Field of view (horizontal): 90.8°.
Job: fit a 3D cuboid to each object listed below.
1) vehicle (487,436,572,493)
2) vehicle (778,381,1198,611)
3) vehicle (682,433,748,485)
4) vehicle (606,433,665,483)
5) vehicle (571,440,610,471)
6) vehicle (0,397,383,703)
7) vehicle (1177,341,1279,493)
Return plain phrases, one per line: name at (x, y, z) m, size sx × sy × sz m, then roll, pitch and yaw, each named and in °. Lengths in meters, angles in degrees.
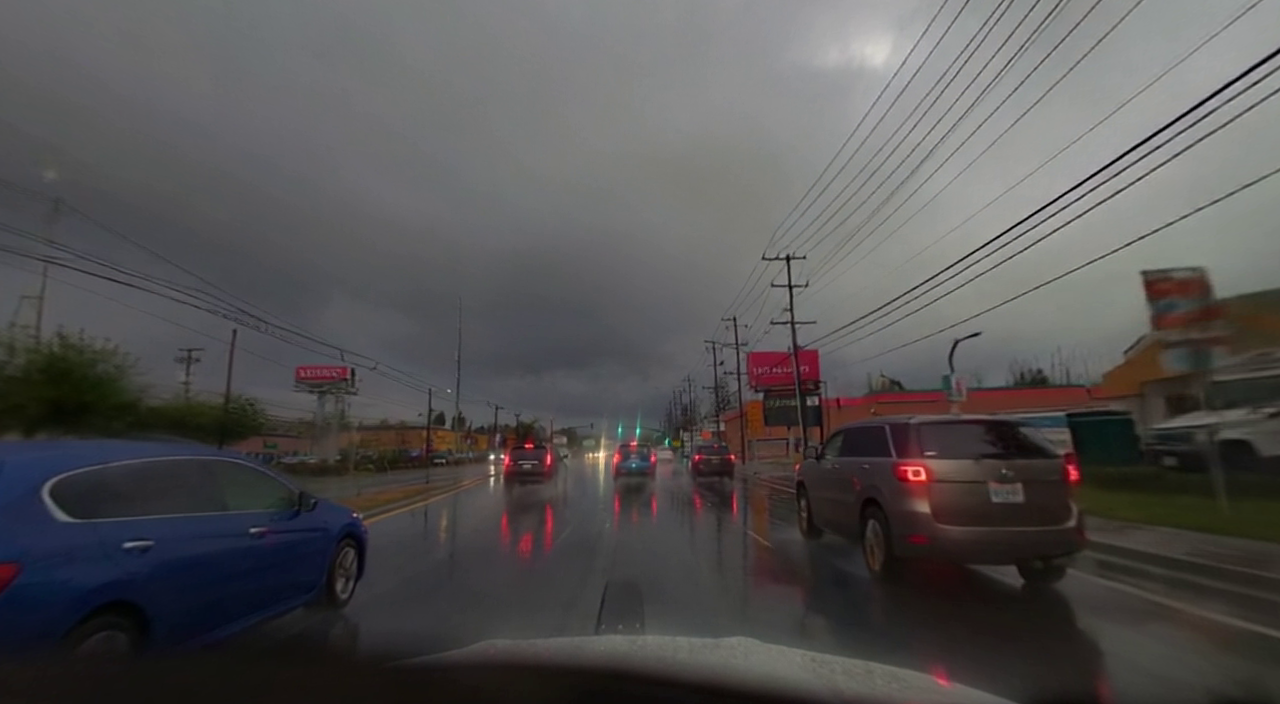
vehicle at (-3.493, 3.635, 20.717) m, size 2.051 × 1.671 × 3.861 m, roll 0°, pitch -8°, yaw 0°
vehicle at (3.429, 1.548, 7.771) m, size 2.282 × 1.897 × 4.915 m, roll 0°, pitch -8°, yaw -1°
vehicle at (2.919, 4.276, 25.534) m, size 2.026 × 1.904 × 4.102 m, roll 0°, pitch -8°, yaw -1°
vehicle at (-0.232, 4.490, 27.059) m, size 2.326 × 1.925 × 4.253 m, roll 0°, pitch -8°, yaw -1°
vehicle at (-3.492, 7.410, 45.525) m, size 2.405 × 2.009 × 5.909 m, roll 0°, pitch -8°, yaw -1°
vehicle at (-3.232, 1.061, 3.175) m, size 2.022 × 1.498 × 4.471 m, roll 0°, pitch -8°, yaw -1°
vehicle at (12.579, 1.062, 10.594) m, size 2.477 × 2.665 × 5.203 m, roll 0°, pitch -8°, yaw 1°
